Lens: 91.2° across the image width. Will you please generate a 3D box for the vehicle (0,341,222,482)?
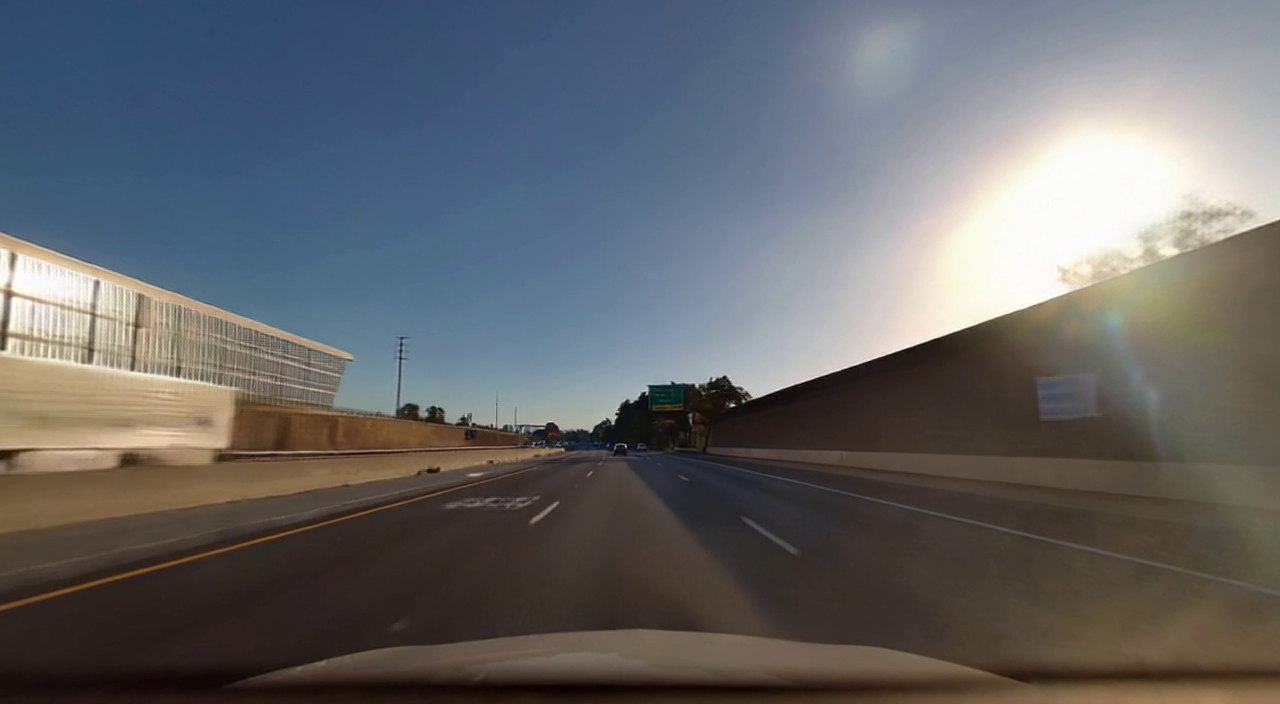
[{"bbox_3d":[-20.329,2.221,21.344,2.933,4.082,13.910,0,-9,-2],"label":"vehicle"}]
